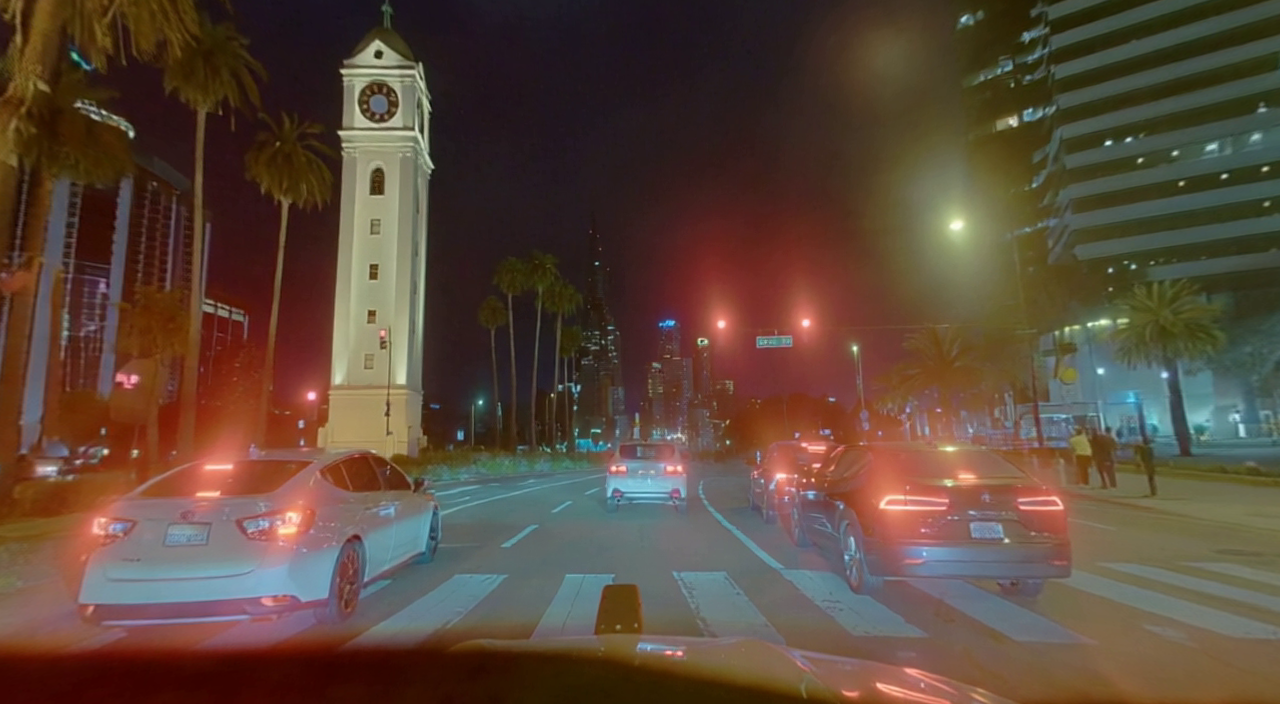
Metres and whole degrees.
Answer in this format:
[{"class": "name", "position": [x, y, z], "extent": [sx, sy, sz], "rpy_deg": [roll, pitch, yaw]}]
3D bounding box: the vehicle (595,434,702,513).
[{"class": "vehicle", "position": [0.186, 2.610, 13.970], "extent": [2.048, 1.503, 3.681], "rpy_deg": [0, -9, 1]}]

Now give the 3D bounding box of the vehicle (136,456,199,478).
[{"class": "vehicle", "position": [-36.834, 8.978, 49.207], "extent": [1.700, 1.527, 4.445], "rpy_deg": [1, -9, -4]}]

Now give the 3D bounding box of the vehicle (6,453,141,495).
[{"class": "vehicle", "position": [-26.689, 5.716, 29.946], "extent": [2.105, 1.793, 4.812], "rpy_deg": [0, -9, -3]}]

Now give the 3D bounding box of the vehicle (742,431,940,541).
[{"class": "vehicle", "position": [3.100, 2.164, 10.839], "extent": [1.913, 1.469, 4.425], "rpy_deg": [0, -9, 0]}]

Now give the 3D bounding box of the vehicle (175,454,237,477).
[{"class": "vehicle", "position": [-33.714, 8.793, 49.031], "extent": [1.907, 1.690, 4.456], "rpy_deg": [1, -9, -5]}]

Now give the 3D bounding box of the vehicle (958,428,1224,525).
[{"class": "vehicle", "position": [8.180, 2.276, 12.056], "extent": [1.859, 1.508, 4.259], "rpy_deg": [0, -9, -1]}]
